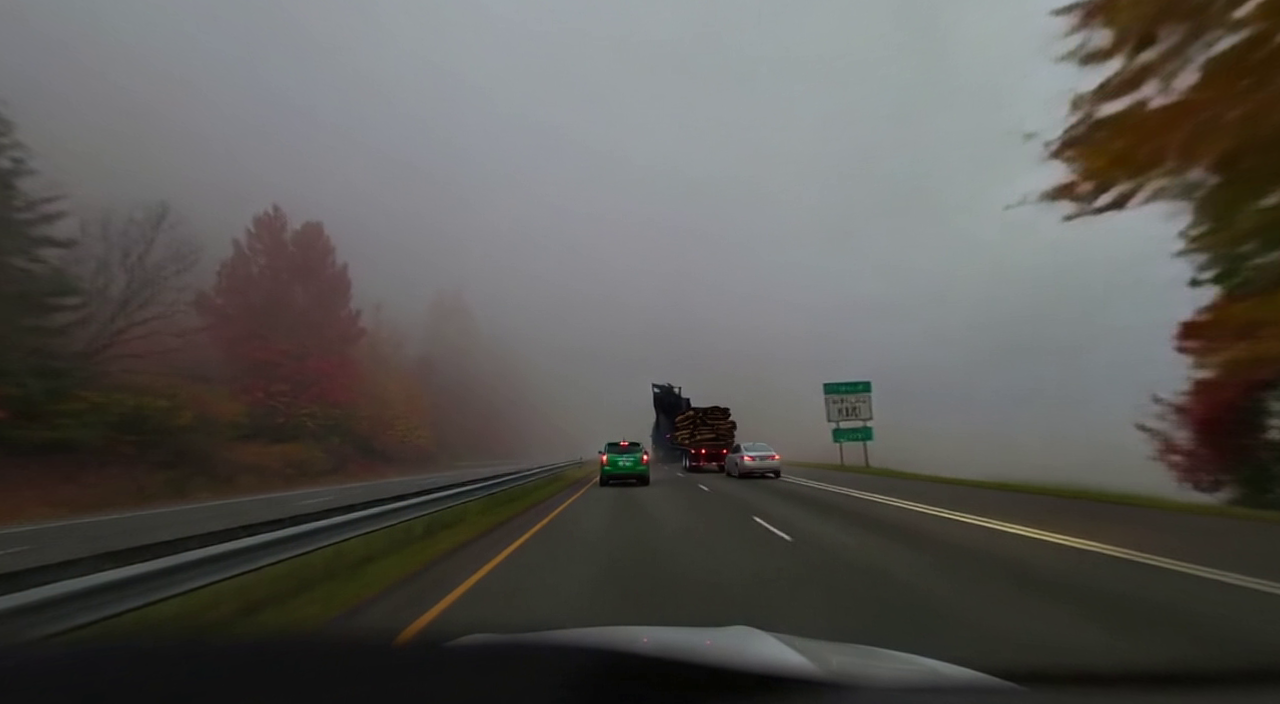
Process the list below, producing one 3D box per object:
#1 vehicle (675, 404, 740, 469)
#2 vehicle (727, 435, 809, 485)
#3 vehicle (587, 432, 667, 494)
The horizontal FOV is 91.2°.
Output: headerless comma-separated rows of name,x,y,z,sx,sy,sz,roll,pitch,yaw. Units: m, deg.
vehicle,4.317,5.740,42.259,3.125,3.895,8.461,0,-9,-2
vehicle,4.693,4.041,23.721,2.057,1.660,4.525,0,-9,-1
vehicle,-0.401,3.435,19.665,2.263,1.699,3.936,0,-9,-1
